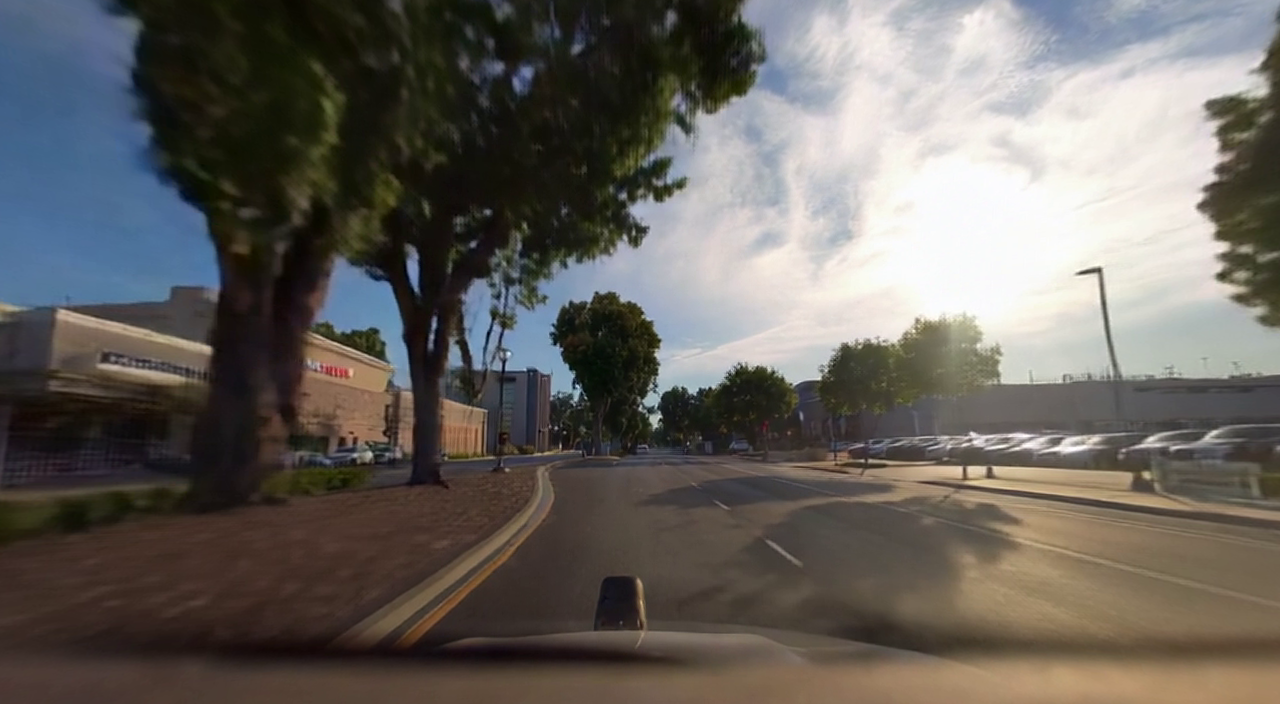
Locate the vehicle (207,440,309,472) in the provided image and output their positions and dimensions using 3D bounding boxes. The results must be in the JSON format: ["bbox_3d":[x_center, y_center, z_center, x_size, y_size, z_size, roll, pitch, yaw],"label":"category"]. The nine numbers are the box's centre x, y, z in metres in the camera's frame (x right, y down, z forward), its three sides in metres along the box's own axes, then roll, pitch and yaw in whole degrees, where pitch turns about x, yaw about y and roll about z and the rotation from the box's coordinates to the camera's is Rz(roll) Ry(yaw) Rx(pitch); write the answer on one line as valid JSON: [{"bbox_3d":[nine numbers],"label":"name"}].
[{"bbox_3d":[-25.465,6.937,42.218,5.442,1.851,2.152,-3,-9,1],"label":"vehicle"}]

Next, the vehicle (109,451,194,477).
[{"bbox_3d":[-31.274,7.128,40.611,1.863,1.525,4.518,0,-9,0],"label":"vehicle"}]

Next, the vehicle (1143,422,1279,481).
[{"bbox_3d":[20.142,3.248,20.697,5.392,1.820,2.247,0,-9,-1],"label":"vehicle"}]
